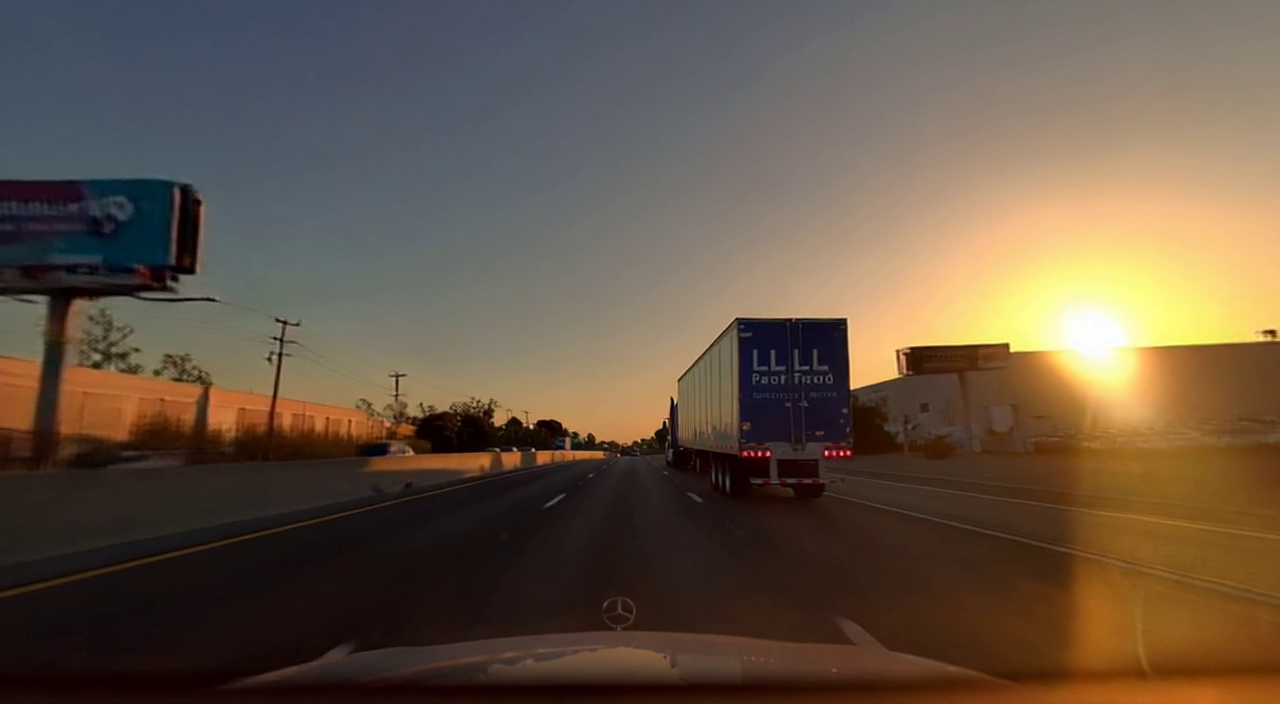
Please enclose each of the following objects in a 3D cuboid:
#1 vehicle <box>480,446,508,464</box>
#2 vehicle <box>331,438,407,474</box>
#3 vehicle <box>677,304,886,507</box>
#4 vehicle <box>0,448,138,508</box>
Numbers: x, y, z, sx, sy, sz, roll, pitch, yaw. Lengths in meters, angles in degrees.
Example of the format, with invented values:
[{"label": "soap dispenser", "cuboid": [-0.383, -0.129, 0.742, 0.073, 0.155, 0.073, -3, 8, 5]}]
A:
[{"label": "vehicle", "cuboid": [-11.322, 8.013, 49.146, 1.452, 1.311, 3.176, 0, -9, 0]}, {"label": "vehicle", "cuboid": [-11.183, 4.310, 26.304, 1.679, 1.408, 3.364, 0, -9, 0]}, {"label": "vehicle", "cuboid": [3.534, 2.392, 22.183, 2.891, 4.387, 17.121, 0, -9, -2]}, {"label": "vehicle", "cuboid": [-14.796, 3.100, 15.934, 1.548, 1.334, 3.245, 0, -9, 0]}]
